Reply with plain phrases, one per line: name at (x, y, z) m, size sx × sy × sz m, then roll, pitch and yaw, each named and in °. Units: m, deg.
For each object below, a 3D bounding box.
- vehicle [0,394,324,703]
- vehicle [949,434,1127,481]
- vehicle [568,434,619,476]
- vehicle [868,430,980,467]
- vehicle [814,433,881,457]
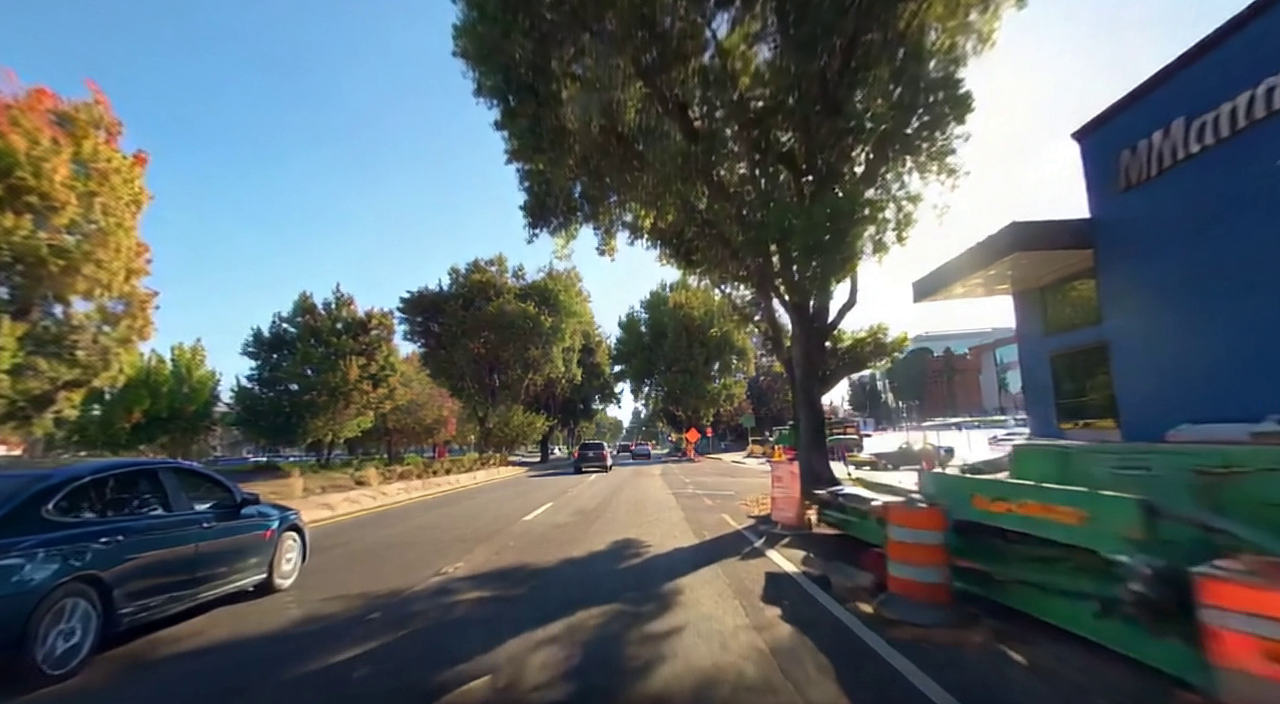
vehicle at (-3.937, 1.125, 3.999) m, size 1.856 × 1.540 × 3.733 m, roll 0°, pitch -8°, yaw 1°
vehicle at (13.453, 3.577, 21.705) m, size 4.835 × 1.458 × 1.934 m, roll -3°, pitch -9°, yaw 23°
vehicle at (-2.054, 4.508, 27.738) m, size 2.038 × 1.682 × 4.399 m, roll 1°, pitch -8°, yaw -5°
vehicle at (13.956, 4.737, 31.106) m, size 4.804 × 1.695 × 2.055 m, roll -4°, pitch -9°, yaw 26°
vehicle at (15.871, 7.126, 48.348) m, size 1.874 × 1.694 × 4.535 m, roll 7°, pitch -11°, yaw -39°
